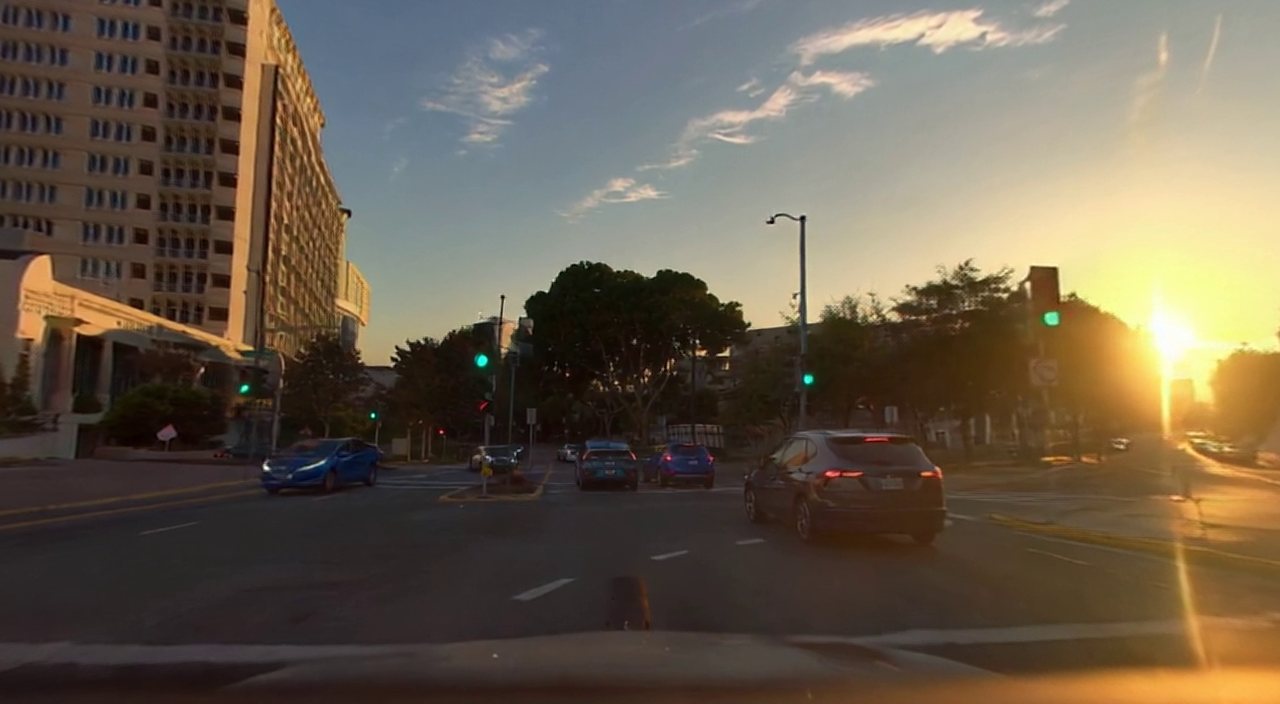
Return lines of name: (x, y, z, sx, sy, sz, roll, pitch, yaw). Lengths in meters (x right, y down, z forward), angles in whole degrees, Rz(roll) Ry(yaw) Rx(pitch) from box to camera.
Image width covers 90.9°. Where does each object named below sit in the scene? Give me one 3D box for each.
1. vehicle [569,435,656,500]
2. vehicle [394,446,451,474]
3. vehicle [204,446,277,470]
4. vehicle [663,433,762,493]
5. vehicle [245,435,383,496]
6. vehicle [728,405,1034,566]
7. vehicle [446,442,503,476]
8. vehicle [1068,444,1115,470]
vehicle: (-0.914, 3.266, 18.182, 2.132, 1.632, 3.889, 1, -9, -8)
vehicle: (-12.617, 6.274, 36.880, 2.013, 1.466, 4.430, 0, -9, -4)
vehicle: (-26.076, 6.863, 41.090, 4.653, 1.459, 2.228, -5, -10, 33)
vehicle: (2.215, 3.570, 20.654, 2.103, 1.710, 4.396, 1, -9, -9)
vehicle: (-10.238, 3.588, 20.314, 2.303, 1.692, 4.571, 0, -9, -5)
vehicle: (3.079, 1.851, 9.578, 2.320, 1.772, 4.872, 0, -9, -6)
vehicle: (-8.468, 5.502, 32.630, 2.092, 1.629, 4.133, 0, -9, -4)
vehicle: (33.040, 7.637, 46.238, 2.094, 1.750, 5.139, -5, -10, 28)
